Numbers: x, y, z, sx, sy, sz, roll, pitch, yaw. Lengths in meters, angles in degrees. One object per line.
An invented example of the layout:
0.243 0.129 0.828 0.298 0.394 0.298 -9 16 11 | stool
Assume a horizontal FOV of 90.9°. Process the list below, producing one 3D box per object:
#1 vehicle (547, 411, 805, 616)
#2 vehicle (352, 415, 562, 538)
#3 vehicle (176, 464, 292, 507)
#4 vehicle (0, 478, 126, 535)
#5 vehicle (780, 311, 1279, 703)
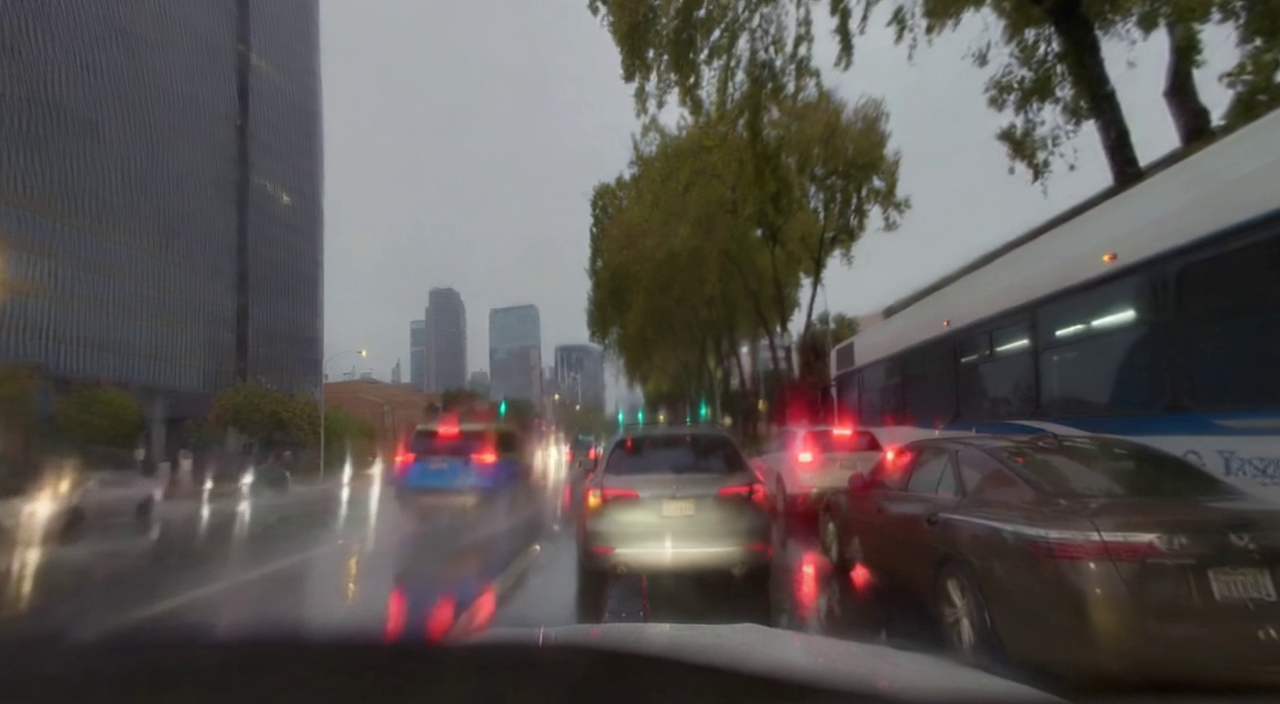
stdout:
0.232 1.554 6.872 2.045 1.608 3.573 0 -9 -2 | vehicle
-3.135 2.315 12.451 2.375 1.847 5.606 0 -9 1 | vehicle
-19.366 6.353 30.407 2.274 1.708 4.863 0 -9 1 | vehicle
-22.641 5.780 24.046 1.975 1.698 4.715 0 -9 2 | vehicle
2.745 1.109 4.904 2.117 1.855 4.794 0 -9 -1 | vehicle
